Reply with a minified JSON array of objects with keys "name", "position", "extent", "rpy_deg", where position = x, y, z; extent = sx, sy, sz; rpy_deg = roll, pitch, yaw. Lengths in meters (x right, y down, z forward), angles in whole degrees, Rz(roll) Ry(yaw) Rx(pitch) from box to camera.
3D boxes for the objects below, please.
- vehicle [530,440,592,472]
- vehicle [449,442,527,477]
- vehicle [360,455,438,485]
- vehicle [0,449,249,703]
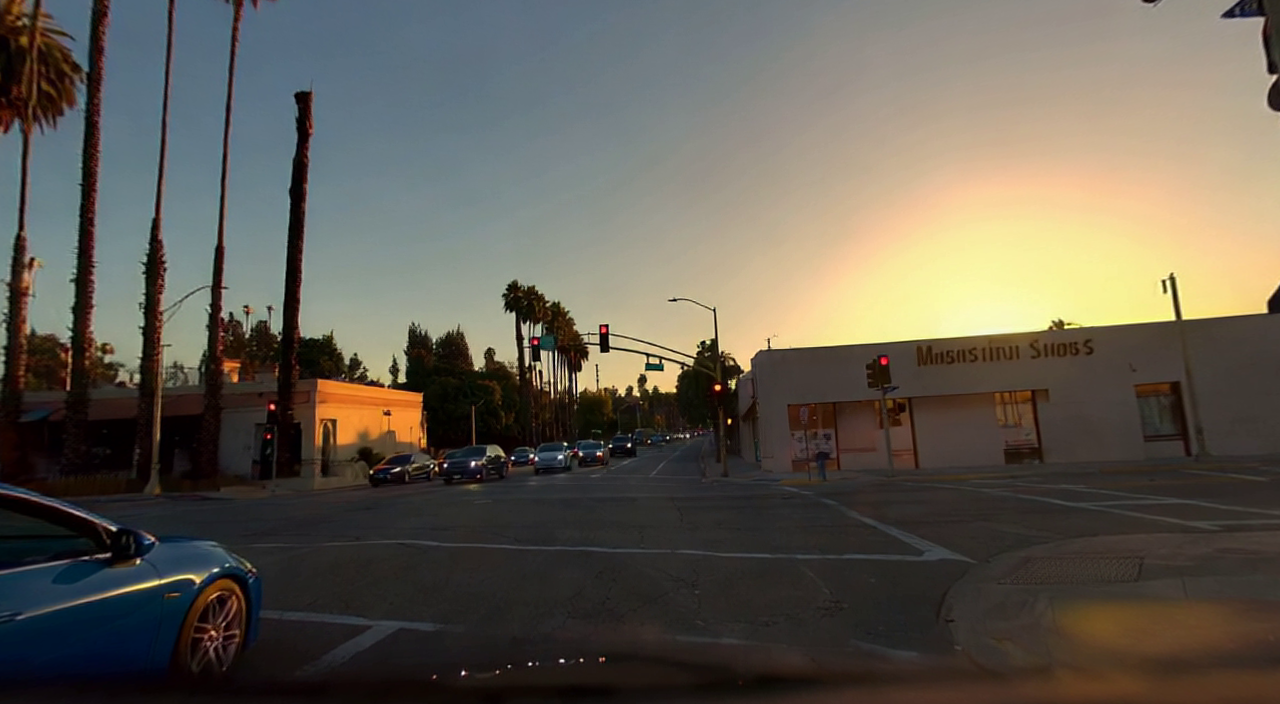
[{"name":"vehicle","position":[-4.519,6.056,36.859],"extent":[2.092,1.709,4.775],"rpy_deg":[-2,-9,12]},{"name":"vehicle","position":[-8.441,6.040,35.719],"extent":[2.152,1.825,5.406],"rpy_deg":[-2,-9,11]},{"name":"vehicle","position":[-12.637,6.216,33.524],"extent":[1.880,1.440,4.418],"rpy_deg":[-2,-9,9]},{"name":"vehicle","position":[-3.683,1.021,2.250],"extent":[1.850,1.325,4.295],"rpy_deg":[0,-9,0]}]
